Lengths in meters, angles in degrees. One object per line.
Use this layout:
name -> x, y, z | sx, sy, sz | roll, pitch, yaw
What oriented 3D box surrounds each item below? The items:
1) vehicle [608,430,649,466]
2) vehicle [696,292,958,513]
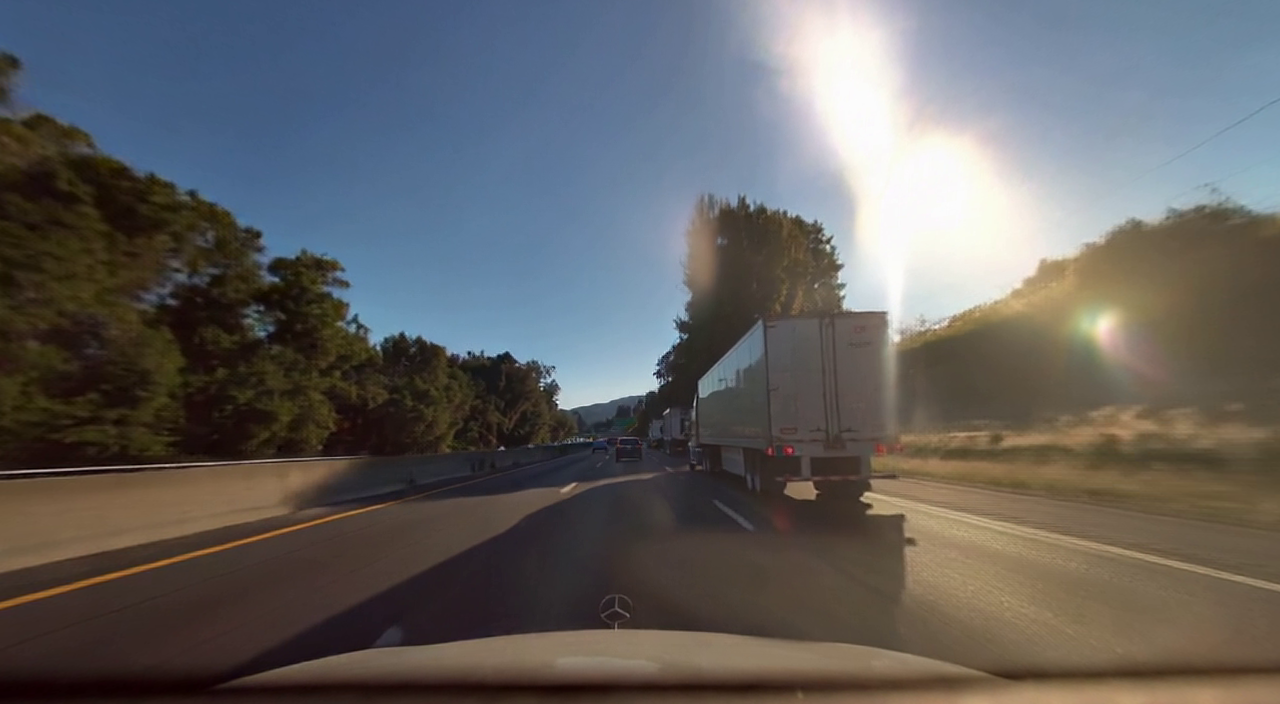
vehicle -> -0.675, 5.496, 36.141 | 2.211, 1.933, 4.315 | 0, -8, -1
vehicle -> 4.084, 1.912, 18.935 | 3.005, 4.121, 14.417 | 0, -8, -2
